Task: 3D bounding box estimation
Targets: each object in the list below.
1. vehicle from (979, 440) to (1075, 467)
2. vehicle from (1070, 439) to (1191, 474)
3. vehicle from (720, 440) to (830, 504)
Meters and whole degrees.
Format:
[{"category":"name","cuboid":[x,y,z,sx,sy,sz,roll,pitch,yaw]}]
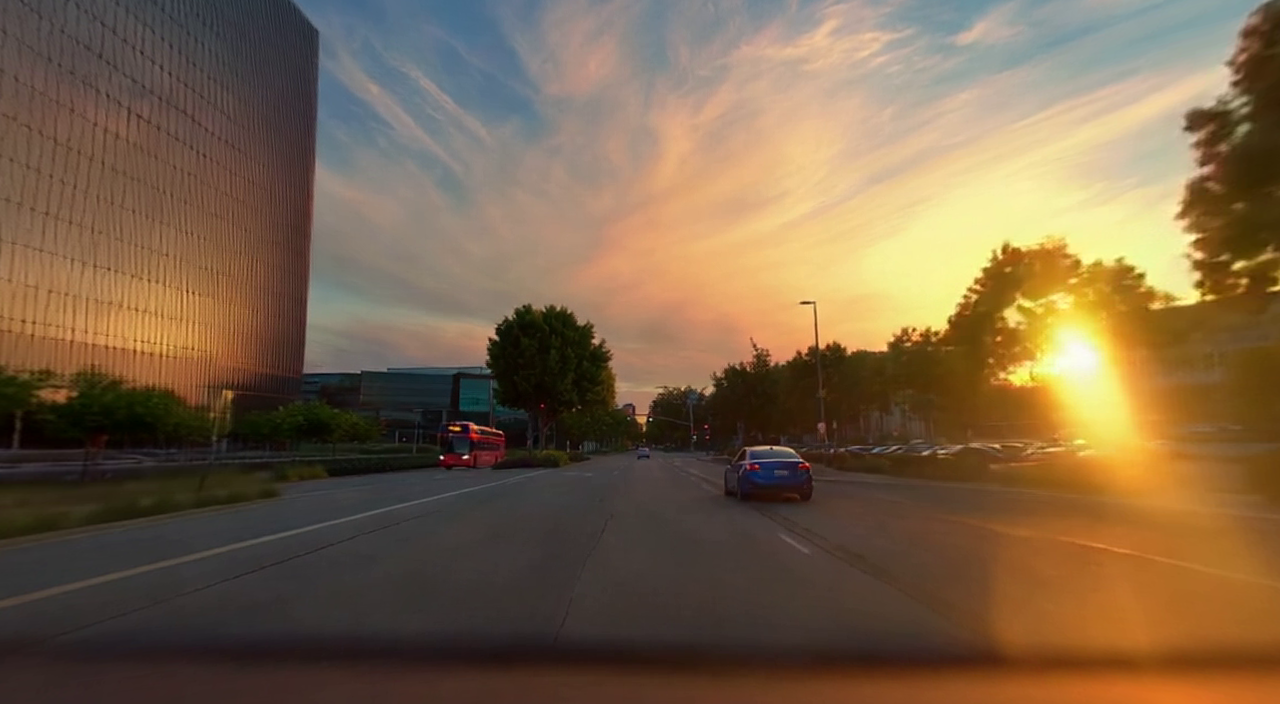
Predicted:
[{"category":"vehicle","cuboid":[21.796,5.719,35.606,4.135,1.480,1.915,0,-9,0]},{"category":"vehicle","cuboid":[21.224,4.545,27.372,3.643,1.431,1.884,0,-9,0]},{"category":"vehicle","cuboid":[3.462,3.172,16.999,1.993,1.501,4.127,0,-9,-1]}]
